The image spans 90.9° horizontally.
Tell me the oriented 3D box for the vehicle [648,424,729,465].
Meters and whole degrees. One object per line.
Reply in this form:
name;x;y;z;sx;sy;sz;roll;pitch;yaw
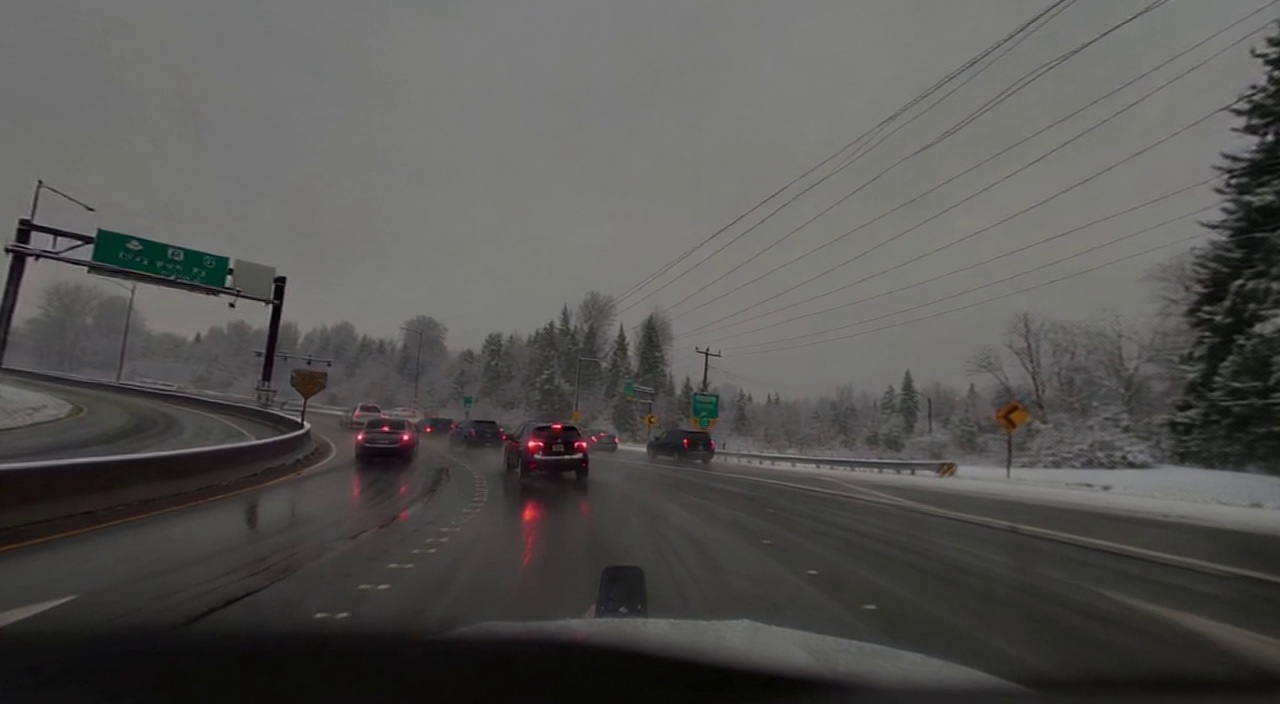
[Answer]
vehicle;2.233;4.471;30.560;2.079;1.807;4.682;3;-9;-21

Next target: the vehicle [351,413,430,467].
vehicle;-7.907;2.820;20.182;2.033;1.501;4.623;3;-9;-20

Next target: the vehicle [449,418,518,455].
vehicle;-6.980;3.754;27.809;1.832;1.473;4.364;4;-9;-28

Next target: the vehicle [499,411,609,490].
vehicle;-2.354;2.493;16.150;2.140;1.724;4.304;2;-9;-16
